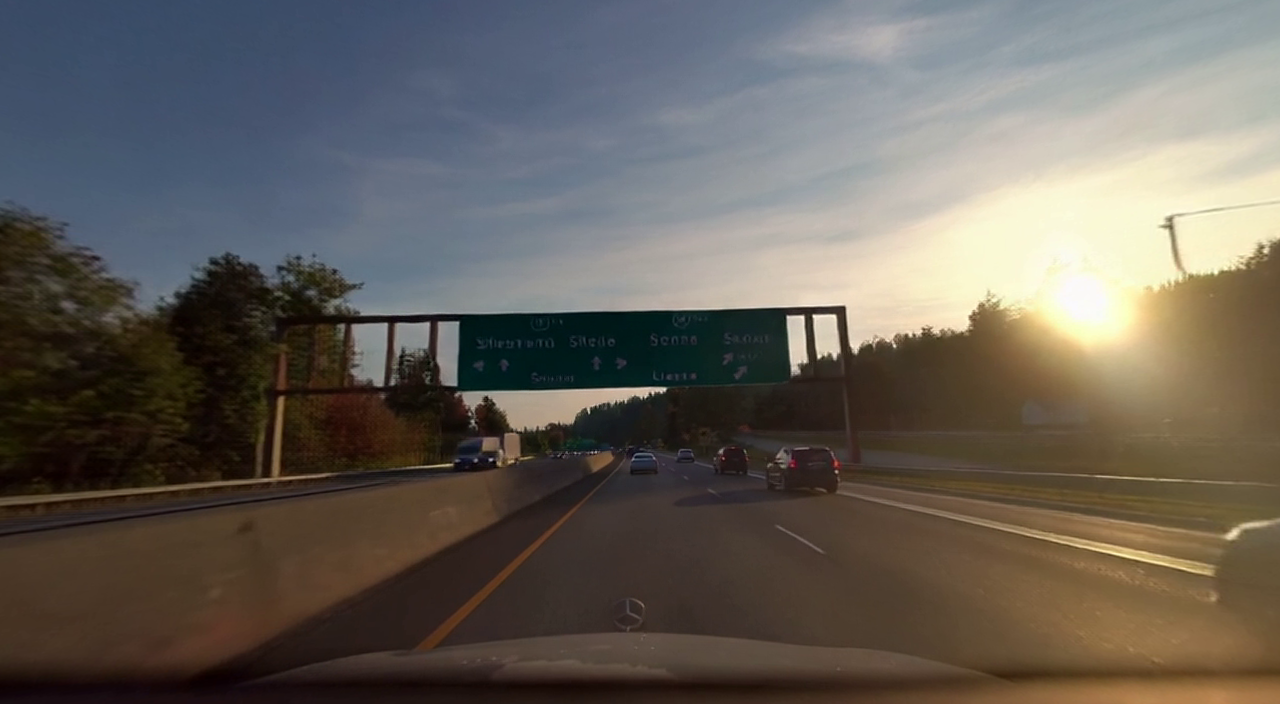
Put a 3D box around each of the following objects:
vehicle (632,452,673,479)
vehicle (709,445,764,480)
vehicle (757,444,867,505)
[{"bbox_3d":[0.613,5.953,33.300,2.012,1.320,3.777,0,-9,0],"label":"vehicle"},{"bbox_3d":[4.709,5.477,31.469,1.969,1.639,4.472,0,-9,-1],"label":"vehicle"},{"bbox_3d":[4.658,3.373,17.688,1.952,1.495,3.740,0,-9,-1],"label":"vehicle"}]
